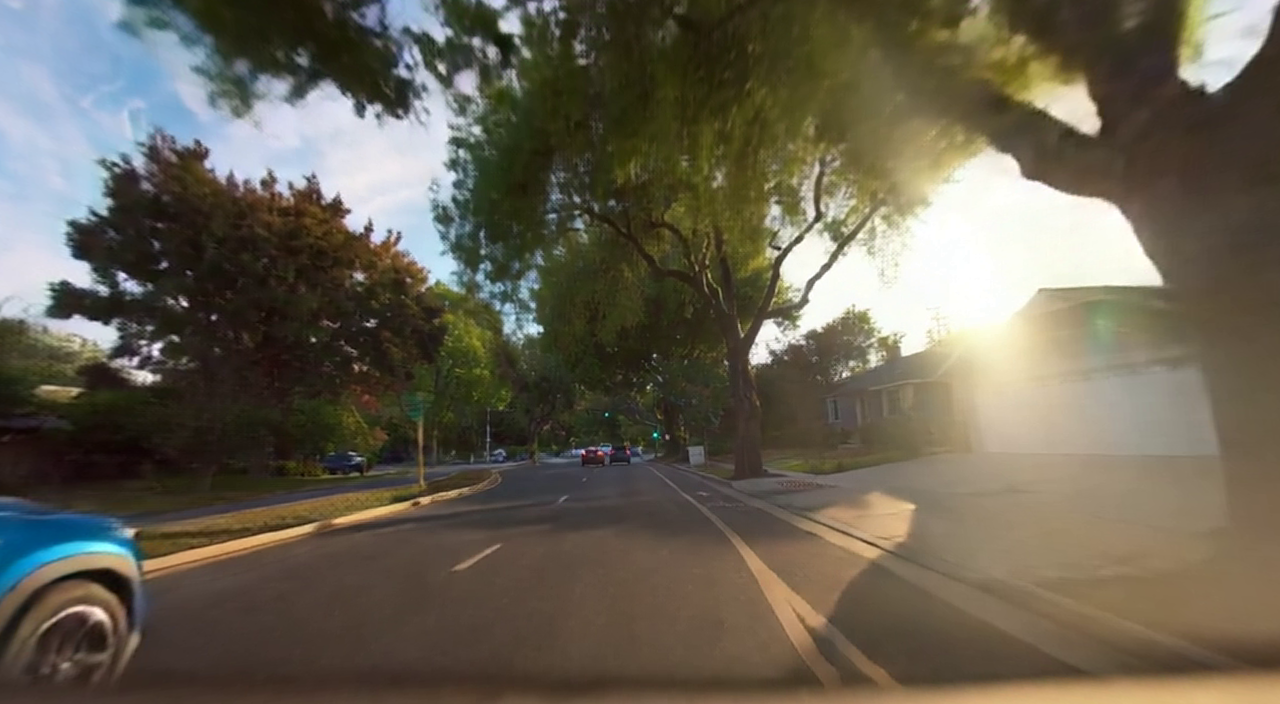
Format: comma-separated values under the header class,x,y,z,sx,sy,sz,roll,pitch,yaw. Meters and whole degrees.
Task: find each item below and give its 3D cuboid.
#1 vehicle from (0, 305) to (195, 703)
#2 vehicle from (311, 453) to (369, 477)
class,x,y,z,sx,sy,sz,roll,pitch,yaw
vehicle,-3.880,0.545,0.958,2.276,1.960,5.561,0,-8,1
vehicle,-23.472,8.822,49.561,1.920,1.614,4.479,-7,-10,8
